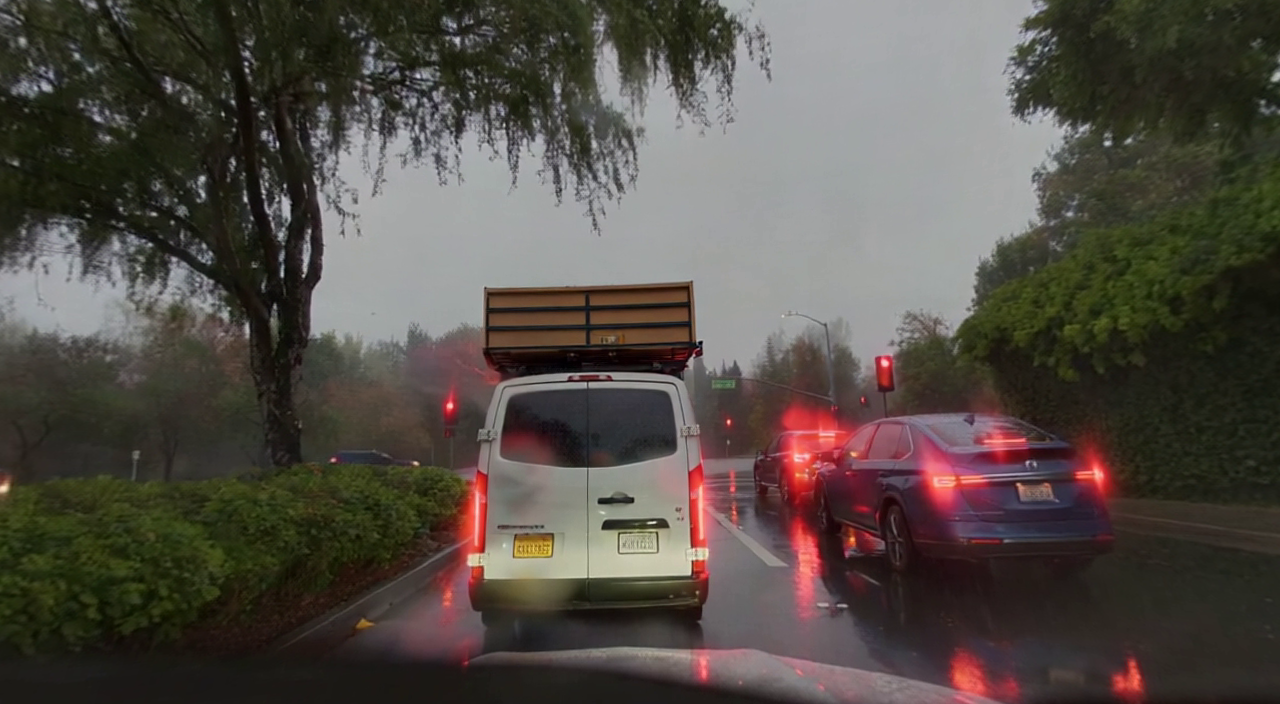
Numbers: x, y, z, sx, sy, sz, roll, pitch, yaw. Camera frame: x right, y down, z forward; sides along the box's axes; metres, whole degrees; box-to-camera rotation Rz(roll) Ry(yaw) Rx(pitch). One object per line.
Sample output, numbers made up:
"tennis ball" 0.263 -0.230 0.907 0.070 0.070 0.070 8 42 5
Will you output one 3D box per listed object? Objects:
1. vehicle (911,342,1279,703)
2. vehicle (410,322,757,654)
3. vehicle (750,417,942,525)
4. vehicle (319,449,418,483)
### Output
"vehicle" 3.458 0.943 3.411 1.965 1.671 4.146 0 -9 -3
"vehicle" -0.362 1.151 6.189 2.145 2.089 4.309 0 -9 0
"vehicle" 3.667 2.212 12.261 2.024 1.692 4.252 1 -9 -4
"vehicle" -14.039 5.882 32.758 4.501 1.613 1.852 5 -10 -28
